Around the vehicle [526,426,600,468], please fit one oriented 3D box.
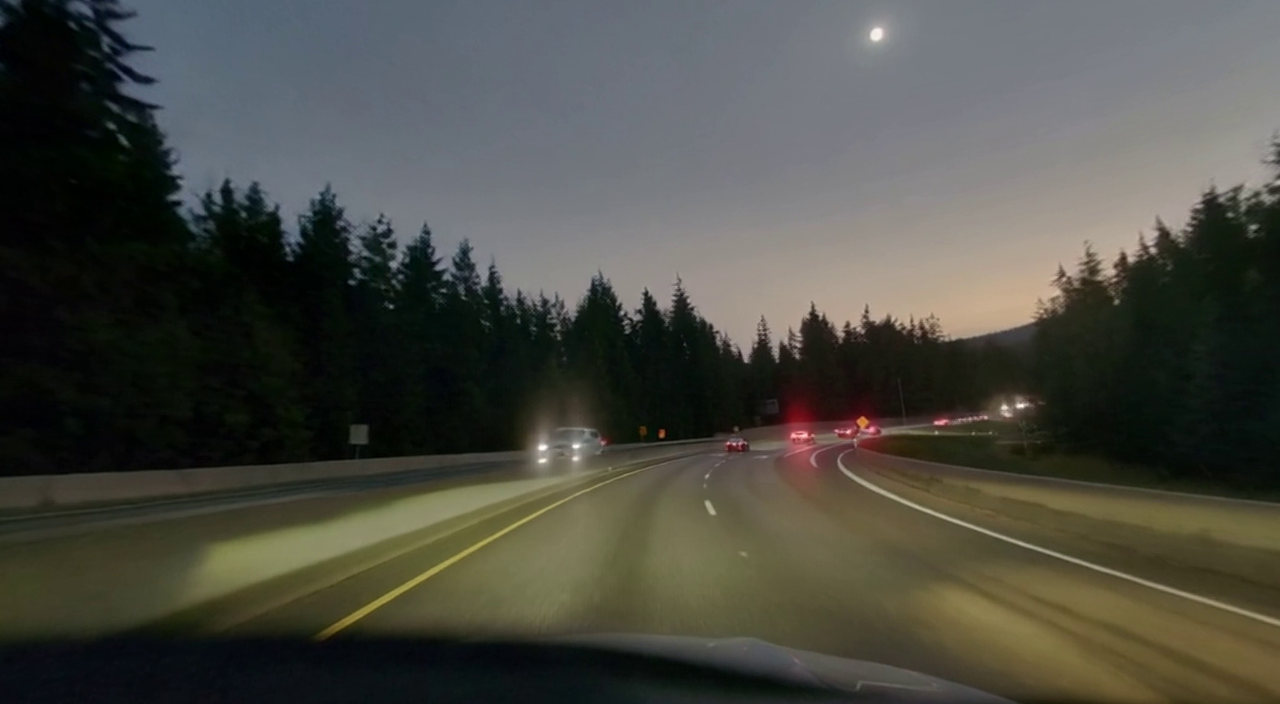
[{"bbox_3d":[-3.472,4.491,29.808,2.103,1.772,5.645,-1,-8,8],"label":"vehicle"}]
